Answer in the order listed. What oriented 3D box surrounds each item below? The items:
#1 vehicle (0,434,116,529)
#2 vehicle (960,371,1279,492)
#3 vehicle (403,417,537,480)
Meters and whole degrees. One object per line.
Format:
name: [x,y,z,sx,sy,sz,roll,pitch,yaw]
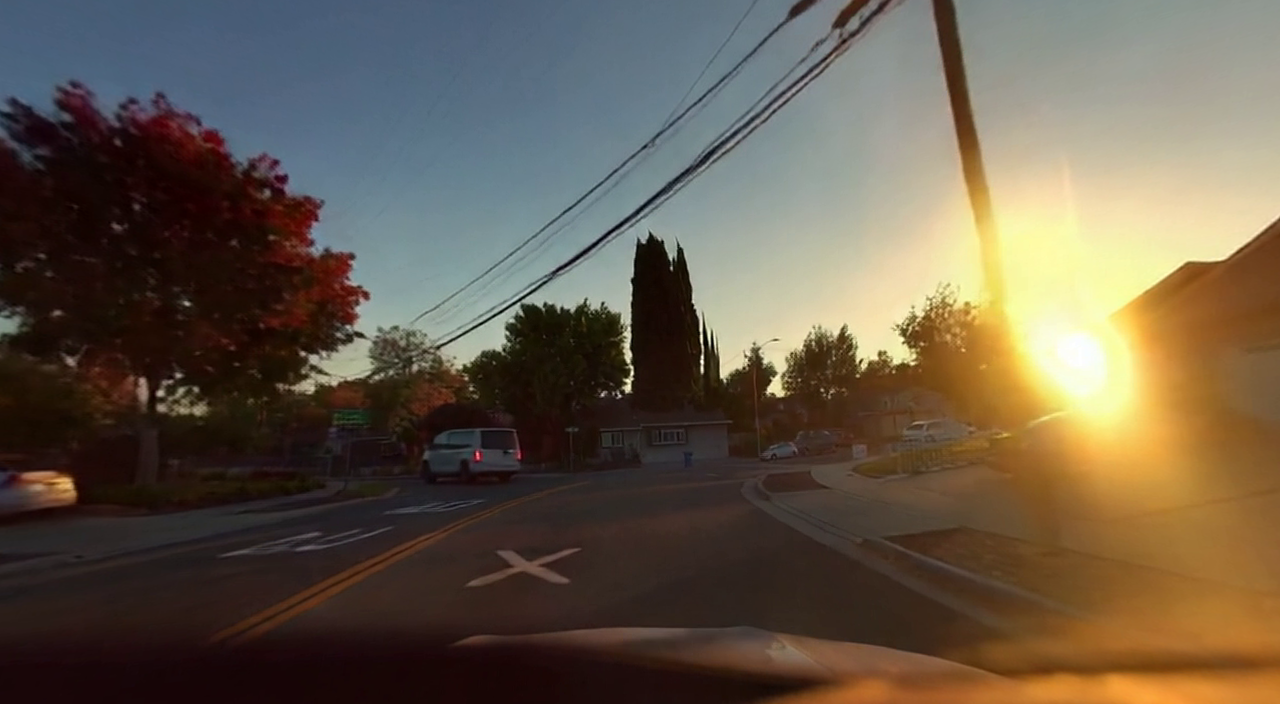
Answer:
vehicle: [-14.322,2.876,13.293,4.550,1.655,2.143,-4,-15,-3]
vehicle: [9.364,1.605,12.601,4.658,1.536,2.090,-8,-9,-1]
vehicle: [-9.348,5.246,34.375,7.559,3.058,2.929,-6,-11,37]
